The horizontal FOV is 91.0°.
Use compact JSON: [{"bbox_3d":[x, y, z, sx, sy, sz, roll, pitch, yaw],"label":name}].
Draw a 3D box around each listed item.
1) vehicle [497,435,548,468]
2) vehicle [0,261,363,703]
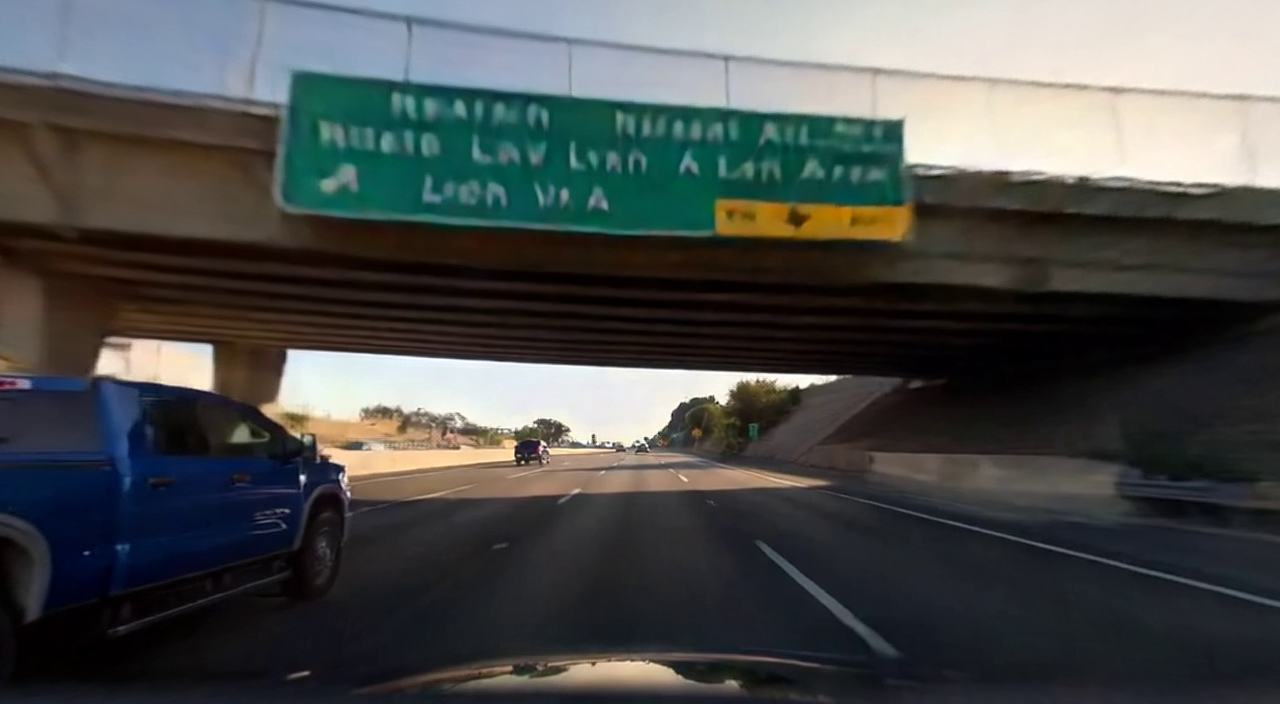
[{"bbox_3d":[-7.398,6.340,40.224,2.260,1.917,5.499,0,-9,0],"label":"vehicle"},{"bbox_3d":[-3.753,0.664,2.664,2.339,2.004,6.171,0,-9,0],"label":"vehicle"}]
